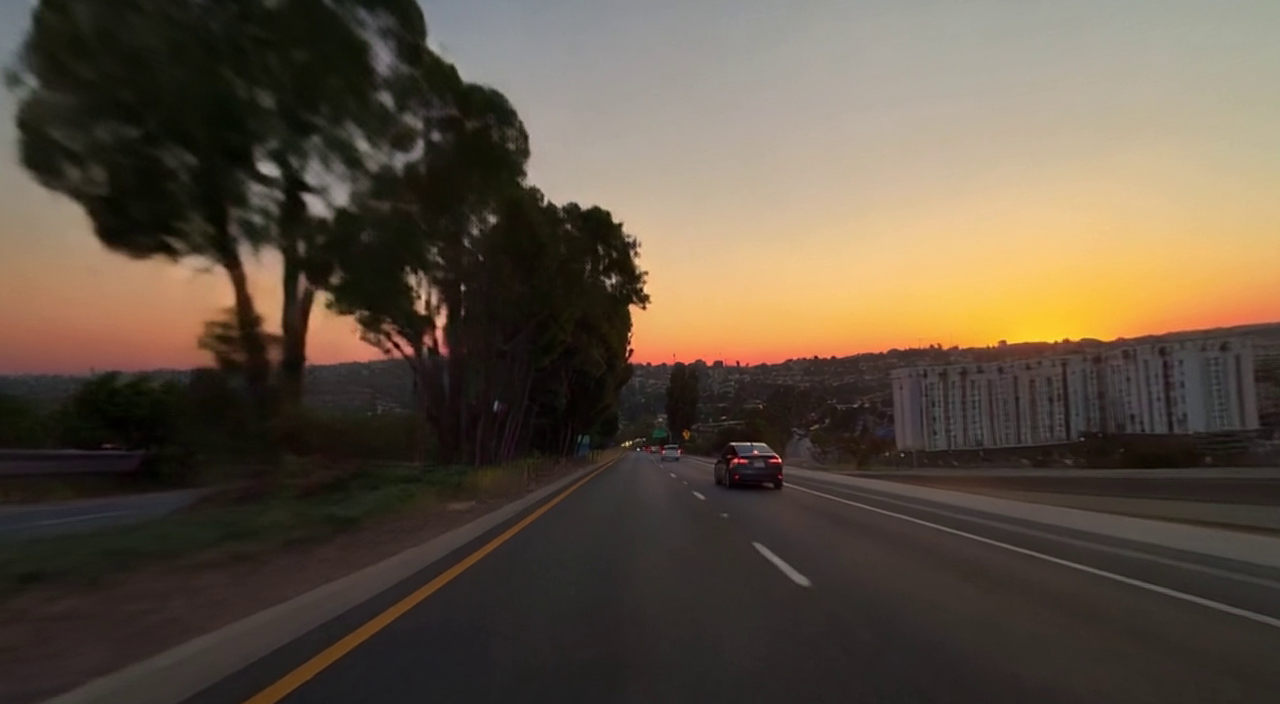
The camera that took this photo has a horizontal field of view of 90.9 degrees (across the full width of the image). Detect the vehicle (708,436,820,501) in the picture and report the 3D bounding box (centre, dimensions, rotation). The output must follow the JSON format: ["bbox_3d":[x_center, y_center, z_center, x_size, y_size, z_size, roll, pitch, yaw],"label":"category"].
[{"bbox_3d":[3.215,3.119,17.347,2.042,1.518,4.477,0,-9,-1],"label":"vehicle"}]
